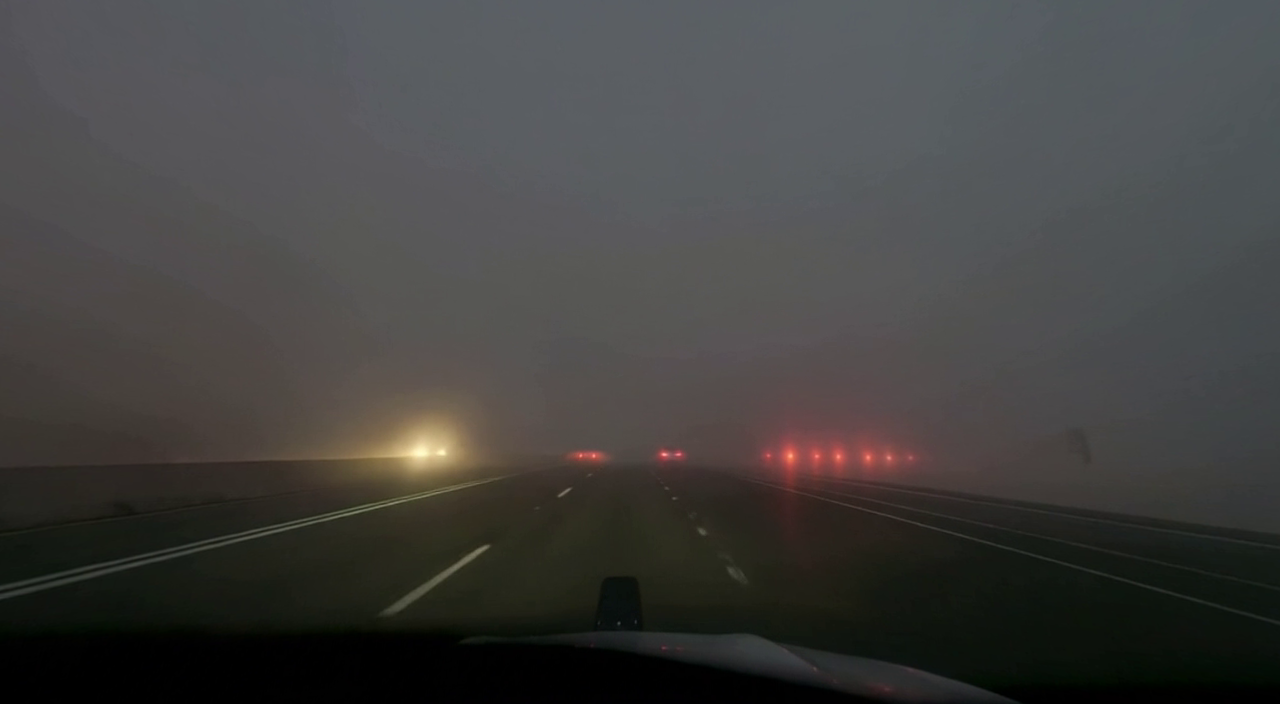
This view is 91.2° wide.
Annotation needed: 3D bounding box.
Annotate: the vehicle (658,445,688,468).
[{"bbox_3d":[2.283,7.422,44.513,1.895,1.555,4.030,0,-9,0],"label":"vehicle"}]
